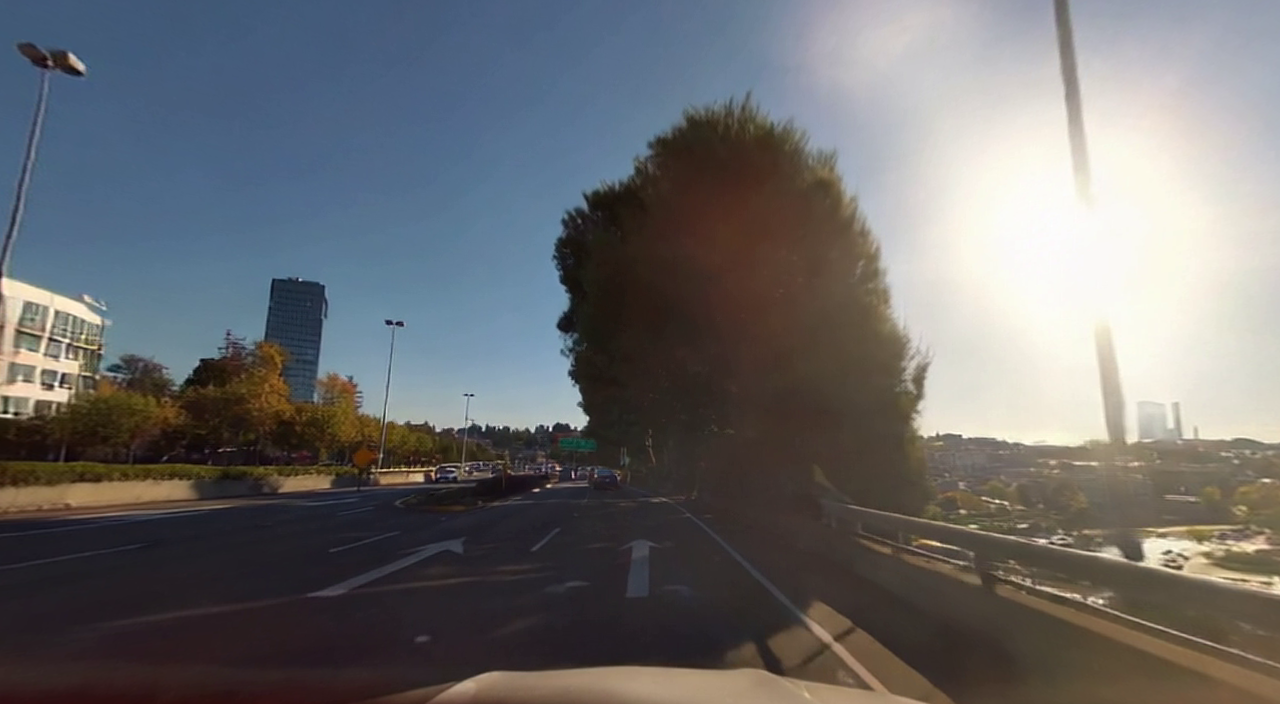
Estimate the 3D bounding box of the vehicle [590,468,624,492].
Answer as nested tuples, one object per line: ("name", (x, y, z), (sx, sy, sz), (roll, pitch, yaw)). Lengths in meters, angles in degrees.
("vehicle", (-2.365, 8.949, 44.216), (2.129, 1.471, 4.258), (2, -11, -6))
